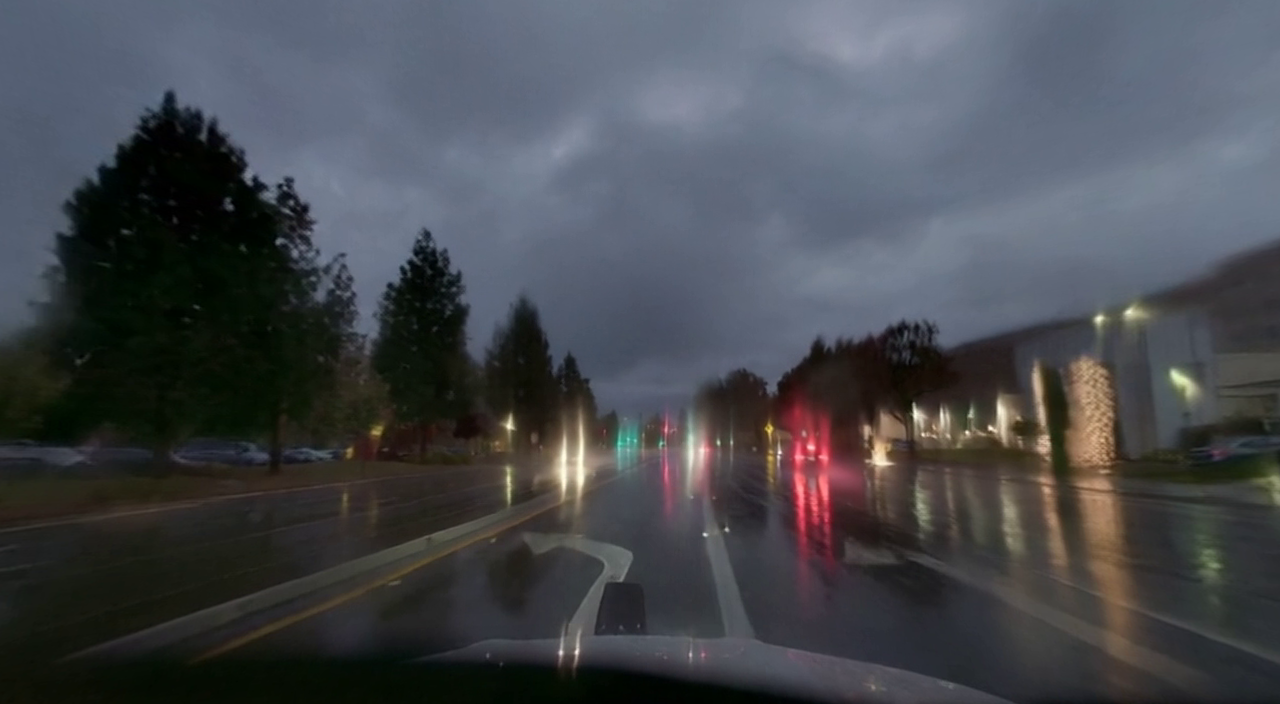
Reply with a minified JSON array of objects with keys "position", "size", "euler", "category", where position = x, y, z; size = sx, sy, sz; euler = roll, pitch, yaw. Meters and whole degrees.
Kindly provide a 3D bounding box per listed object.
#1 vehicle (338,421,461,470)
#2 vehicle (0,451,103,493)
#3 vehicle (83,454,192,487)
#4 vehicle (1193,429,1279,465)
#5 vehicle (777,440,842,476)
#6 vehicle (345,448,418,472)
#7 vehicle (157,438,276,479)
[{"position":[-18.340,7.197,48.505],"size":[8.324,3.550,2.670],"euler":[-1,-9,3],"category":"vehicle"},{"position":[-29.761,5.877,31.379],"size":[1.921,1.778,4.622],"euler":[0,-8,2],"category":"vehicle"},{"position":[-24.773,5.823,31.368],"size":[1.786,1.429,4.101],"euler":[-1,-8,5],"category":"vehicle"},{"position":[25.555,3.885,25.996],"size":[3.881,1.410,1.702],"euler":[-1,-8,2],"category":"vehicle"},{"position":[8.275,5.188,31.241],"size":[2.181,1.639,4.127],"euler":[-1,-8,3],"category":"vehicle"},{"position":[-17.481,7.325,42.838],"size":[4.259,1.396,1.815],"euler":[-4,-8,8],"category":"vehicle"},{"position":[-25.377,6.402,38.023],"size":[5.472,2.114,2.482],"euler":[-3,-9,4],"category":"vehicle"}]
